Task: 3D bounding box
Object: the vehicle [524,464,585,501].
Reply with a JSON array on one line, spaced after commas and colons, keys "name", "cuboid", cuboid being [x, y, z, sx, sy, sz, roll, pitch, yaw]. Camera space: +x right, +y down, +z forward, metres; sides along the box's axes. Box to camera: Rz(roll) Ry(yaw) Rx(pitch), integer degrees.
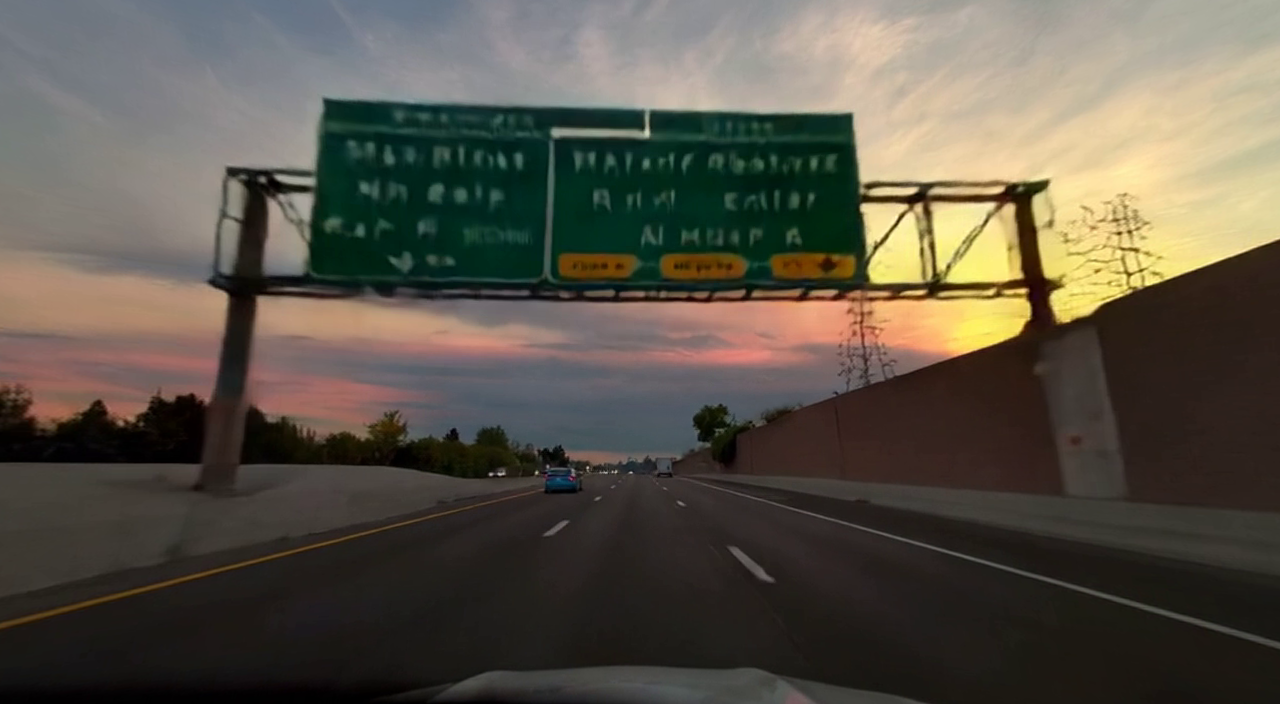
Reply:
[{"name": "vehicle", "cuboid": [-3.735, 5.808, 28.339, 2.045, 1.487, 4.582, 1, -10, 1]}]
